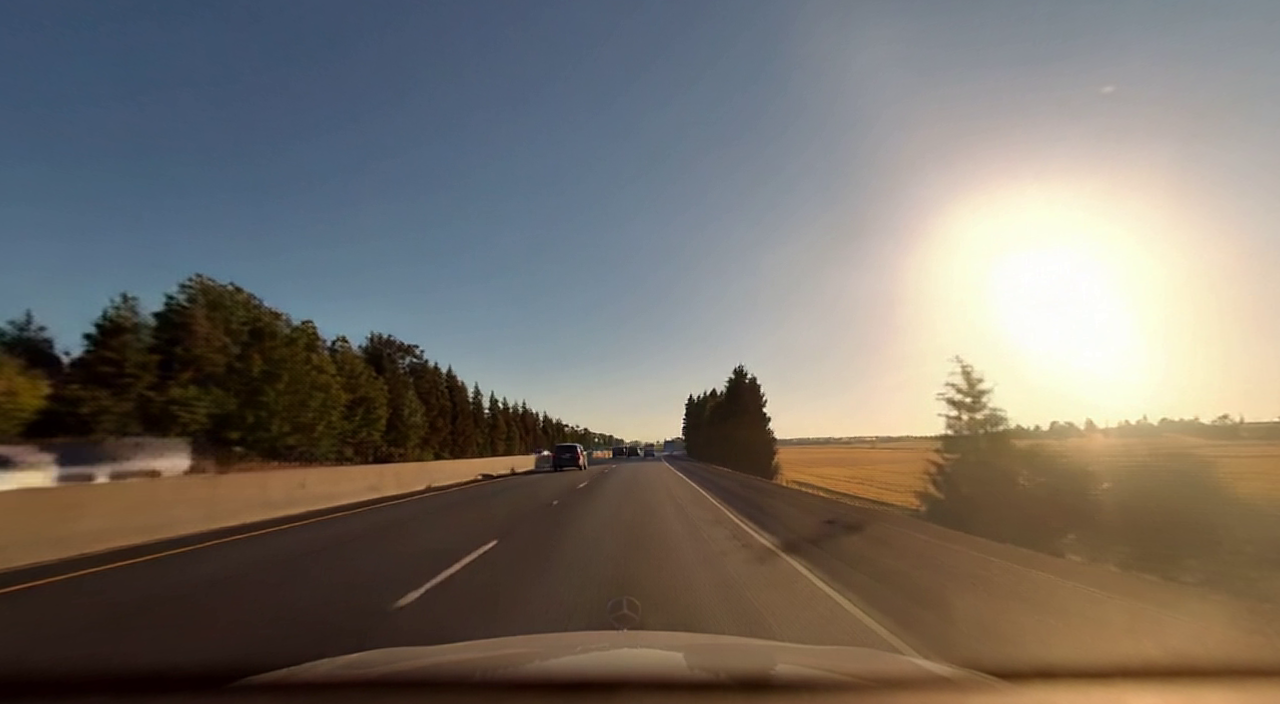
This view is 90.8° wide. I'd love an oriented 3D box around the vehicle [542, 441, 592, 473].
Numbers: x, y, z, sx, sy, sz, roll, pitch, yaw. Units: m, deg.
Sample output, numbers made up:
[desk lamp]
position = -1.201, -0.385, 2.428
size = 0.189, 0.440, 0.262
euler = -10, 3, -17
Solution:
[vehicle]
position = -4.044, 5.971, 35.962
size = 2.188, 1.692, 4.623
euler = 0, -9, 1
